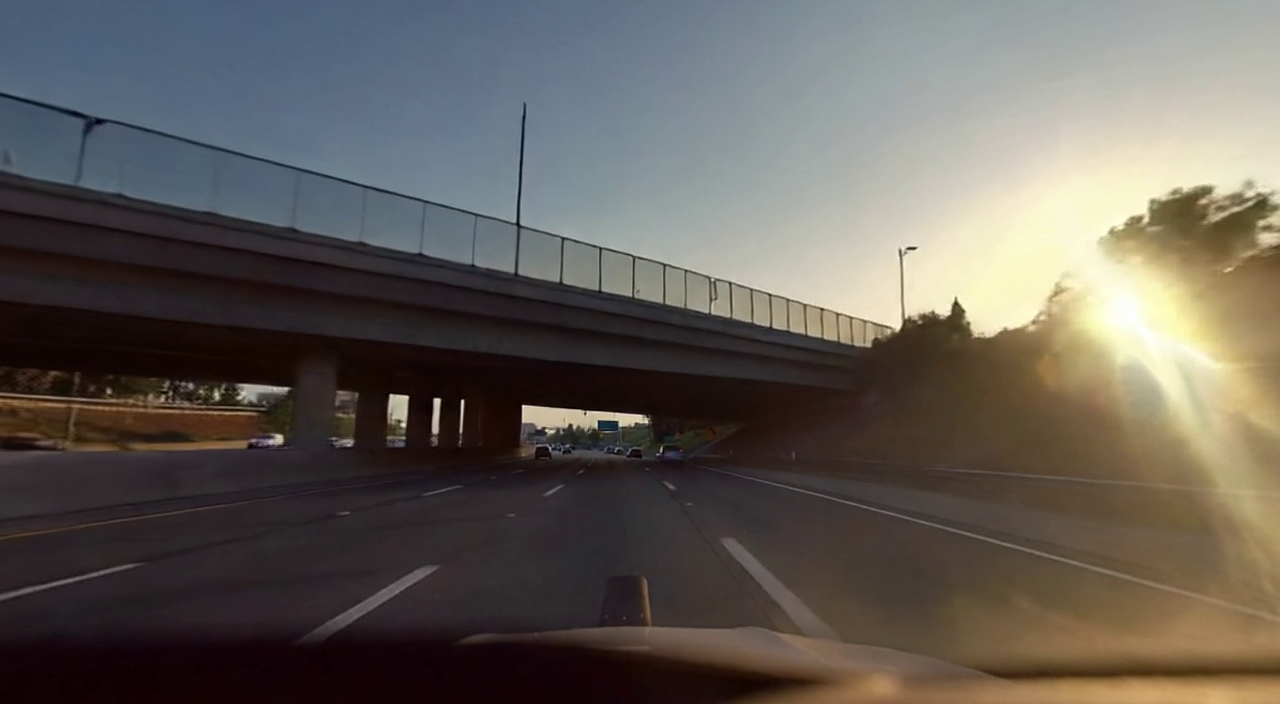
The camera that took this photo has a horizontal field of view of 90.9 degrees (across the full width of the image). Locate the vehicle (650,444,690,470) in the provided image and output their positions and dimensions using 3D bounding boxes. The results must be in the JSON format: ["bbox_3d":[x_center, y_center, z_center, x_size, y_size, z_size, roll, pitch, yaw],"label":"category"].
[{"bbox_3d":[1.839,6.641,40.223,2.059,1.509,4.670,0,-8,-3],"label":"vehicle"}]
